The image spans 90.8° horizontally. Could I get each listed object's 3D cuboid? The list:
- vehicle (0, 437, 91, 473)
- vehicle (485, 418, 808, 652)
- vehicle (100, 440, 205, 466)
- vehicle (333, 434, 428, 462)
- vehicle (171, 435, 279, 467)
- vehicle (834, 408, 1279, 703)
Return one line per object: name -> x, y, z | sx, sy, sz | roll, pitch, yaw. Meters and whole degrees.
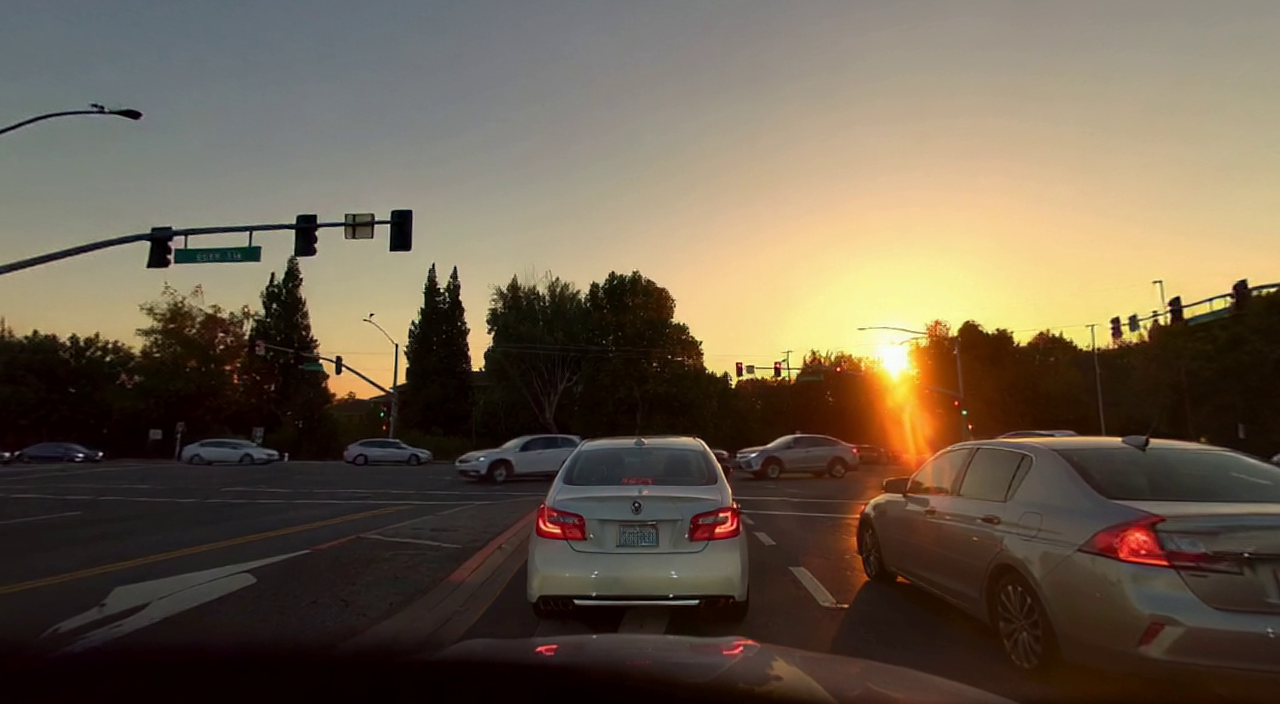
vehicle -> -29.782, 4.988, 30.734 | 4.517, 1.637, 1.935 | -1, -9, 7
vehicle -> 0.036, 1.471, 6.143 | 2.026, 1.458, 4.175 | 0, -9, 0
vehicle -> -28.688, 5.959, 37.243 | 4.615, 1.463, 2.016 | -1, -9, 5
vehicle -> -15.287, 5.656, 37.405 | 4.754, 1.583, 1.954 | 1, -9, -7
vehicle -> -21.810, 5.227, 33.331 | 4.416, 1.597, 1.887 | -1, -9, 4
vehicle -> 3.106, 1.301, 4.842 | 1.861, 1.479, 4.371 | 0, -9, 0
